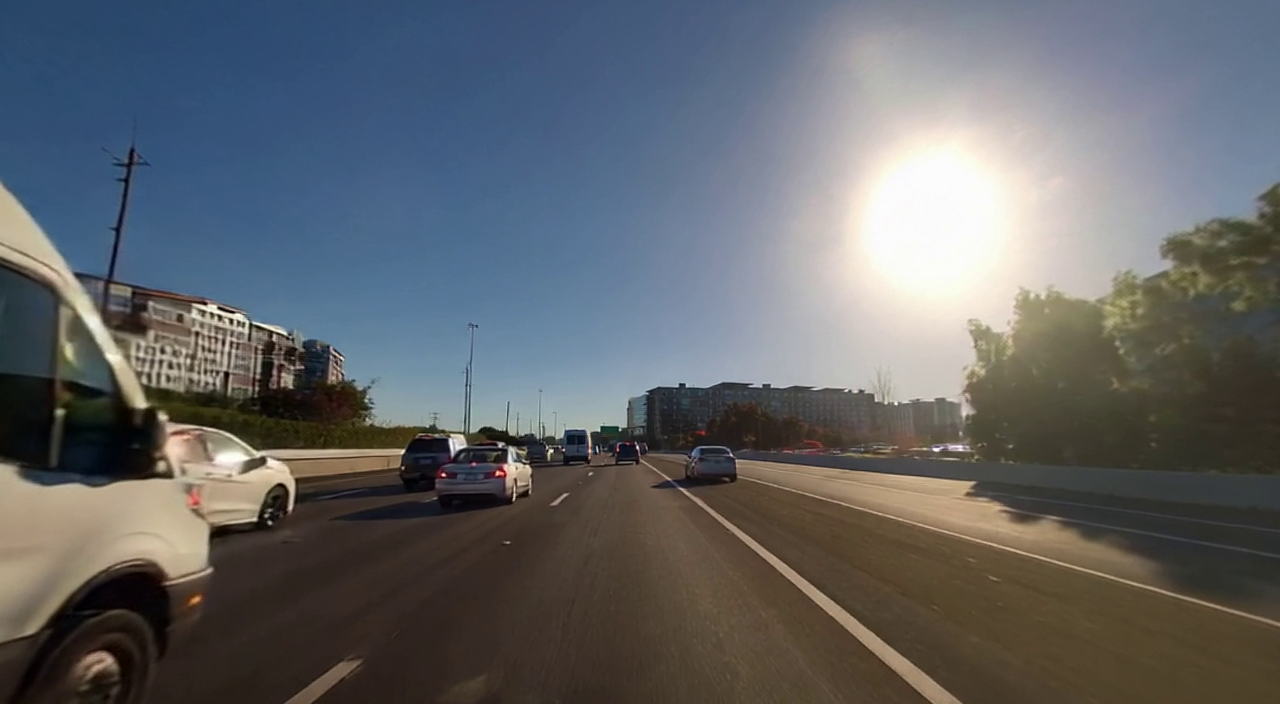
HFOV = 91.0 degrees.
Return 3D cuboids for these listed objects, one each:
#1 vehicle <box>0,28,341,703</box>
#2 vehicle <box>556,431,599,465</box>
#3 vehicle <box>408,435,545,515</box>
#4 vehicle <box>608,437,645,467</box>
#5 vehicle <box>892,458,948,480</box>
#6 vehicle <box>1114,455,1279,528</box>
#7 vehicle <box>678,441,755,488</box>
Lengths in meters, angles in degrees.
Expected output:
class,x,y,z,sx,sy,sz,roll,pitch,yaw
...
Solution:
class,x,y,z,sx,sy,sz,roll,pitch,yaw
vehicle,-3.116,0.162,0.889,2.383,2.543,5.904,0,-9,1
vehicle,-4.340,6.798,44.578,2.504,2.276,5.933,0,-9,-1
vehicle,-3.470,2.694,14.258,1.963,1.507,4.172,0,-9,0
vehicle,-0.865,6.437,40.453,2.207,1.807,4.199,0,-9,-1
vehicle,20.259,8.482,45.803,1.896,1.474,4.502,0,-9,-2
vehicle,14.164,3.265,15.258,1.846,1.471,4.423,1,-9,-1
vehicle,2.654,4.047,22.996,2.127,1.513,4.501,0,-9,-2
